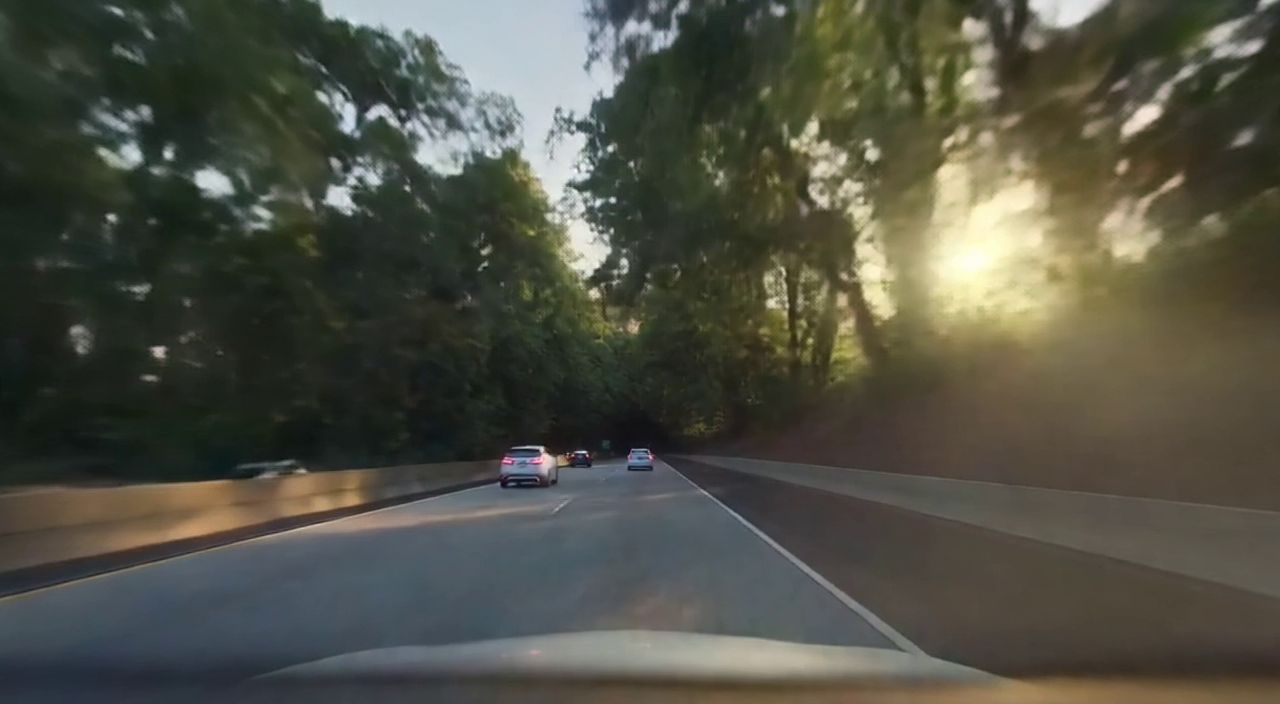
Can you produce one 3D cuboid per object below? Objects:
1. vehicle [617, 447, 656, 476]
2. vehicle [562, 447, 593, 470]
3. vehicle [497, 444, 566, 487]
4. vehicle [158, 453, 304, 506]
[{"bbox_3d":[-0.186,6.054,35.027,2.001,1.490,3.914,0,-9,0],"label":"vehicle"},{"bbox_3d":[-4.527,7.778,46.259,1.834,1.615,3.624,0,-9,1],"label":"vehicle"},{"bbox_3d":[-4.145,4.423,24.783,1.978,1.538,3.755,0,-9,1],"label":"vehicle"},{"bbox_3d":[-12.544,3.905,19.703,1.854,1.428,4.065,0,-9,0],"label":"vehicle"}]
